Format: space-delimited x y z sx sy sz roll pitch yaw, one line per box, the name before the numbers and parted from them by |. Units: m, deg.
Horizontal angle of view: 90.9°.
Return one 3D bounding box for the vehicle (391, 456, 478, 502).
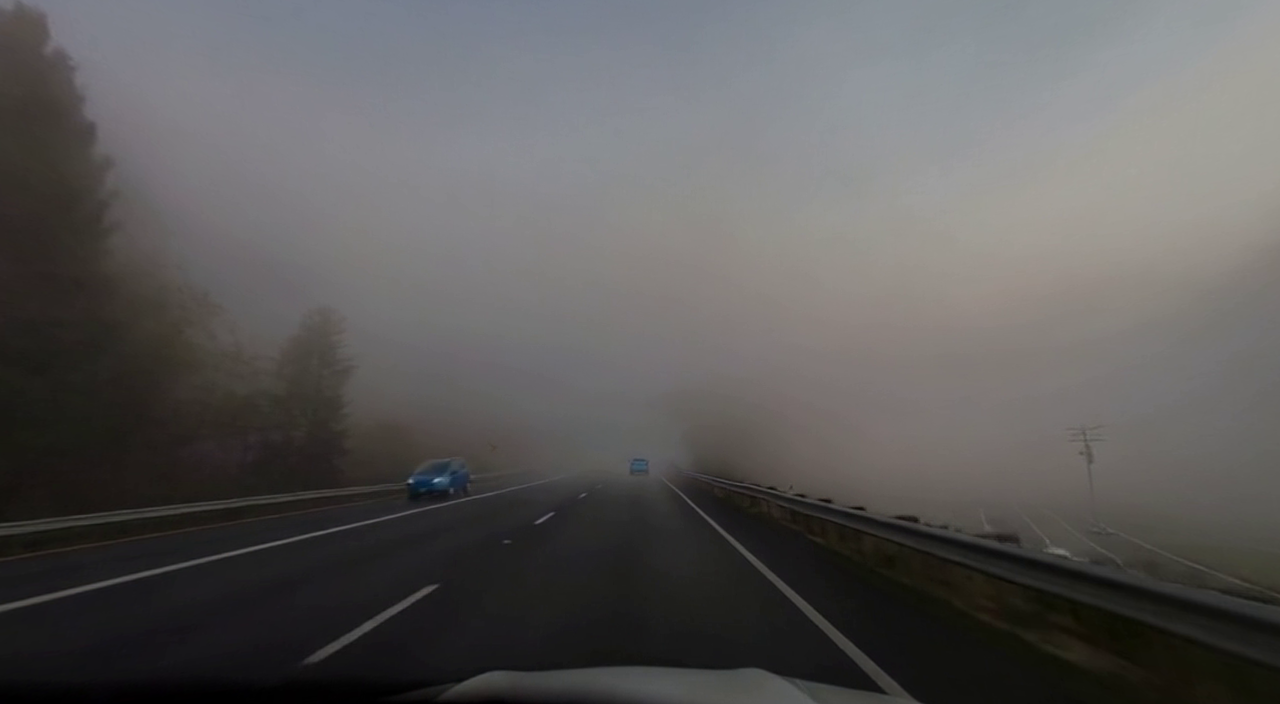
vehicle | -7.743 4.798 24.140 2.003 1.554 3.757 0 -9 1
